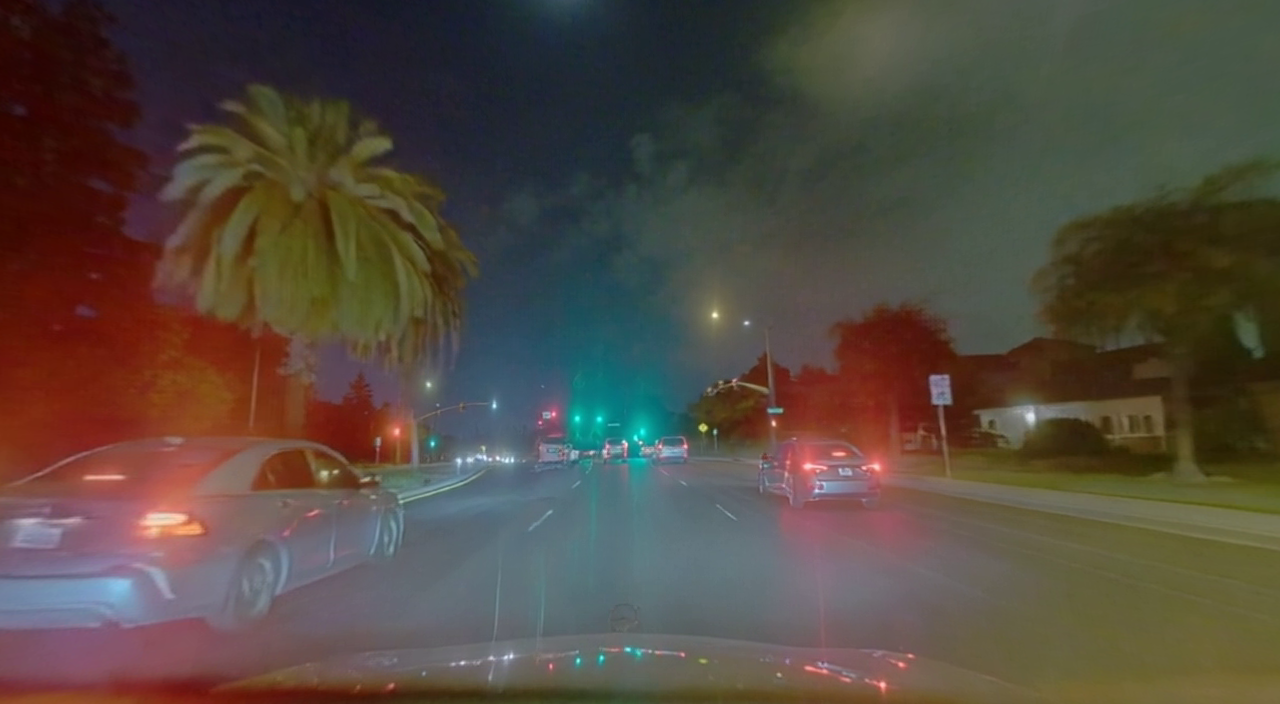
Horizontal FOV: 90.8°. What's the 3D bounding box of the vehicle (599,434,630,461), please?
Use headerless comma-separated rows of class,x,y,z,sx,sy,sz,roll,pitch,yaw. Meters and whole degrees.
vehicle,-1.961,7.199,47.702,2.164,1.867,4.254,1,-8,-5

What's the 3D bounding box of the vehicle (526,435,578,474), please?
vehicle,-3.826,4.504,27.960,1.922,1.577,4.140,0,-8,-3

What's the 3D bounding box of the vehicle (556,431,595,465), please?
vehicle,-4.107,6.203,40.956,2.354,1.948,6.355,1,-8,-5

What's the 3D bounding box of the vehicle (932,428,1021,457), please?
vehicle,19.126,5.120,35.932,4.372,1.425,1.833,0,-8,-19

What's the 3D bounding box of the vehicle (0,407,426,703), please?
vehicle,-3.473,1.329,5.326,1.924,1.473,4.200,0,-8,-1

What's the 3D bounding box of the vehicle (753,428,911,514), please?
vehicle,3.773,2.406,13.263,1.870,1.491,4.009,0,-8,-3

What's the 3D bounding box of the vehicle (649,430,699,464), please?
vehicle,2.020,5.962,39.814,2.391,1.960,5.600,1,-8,-4
